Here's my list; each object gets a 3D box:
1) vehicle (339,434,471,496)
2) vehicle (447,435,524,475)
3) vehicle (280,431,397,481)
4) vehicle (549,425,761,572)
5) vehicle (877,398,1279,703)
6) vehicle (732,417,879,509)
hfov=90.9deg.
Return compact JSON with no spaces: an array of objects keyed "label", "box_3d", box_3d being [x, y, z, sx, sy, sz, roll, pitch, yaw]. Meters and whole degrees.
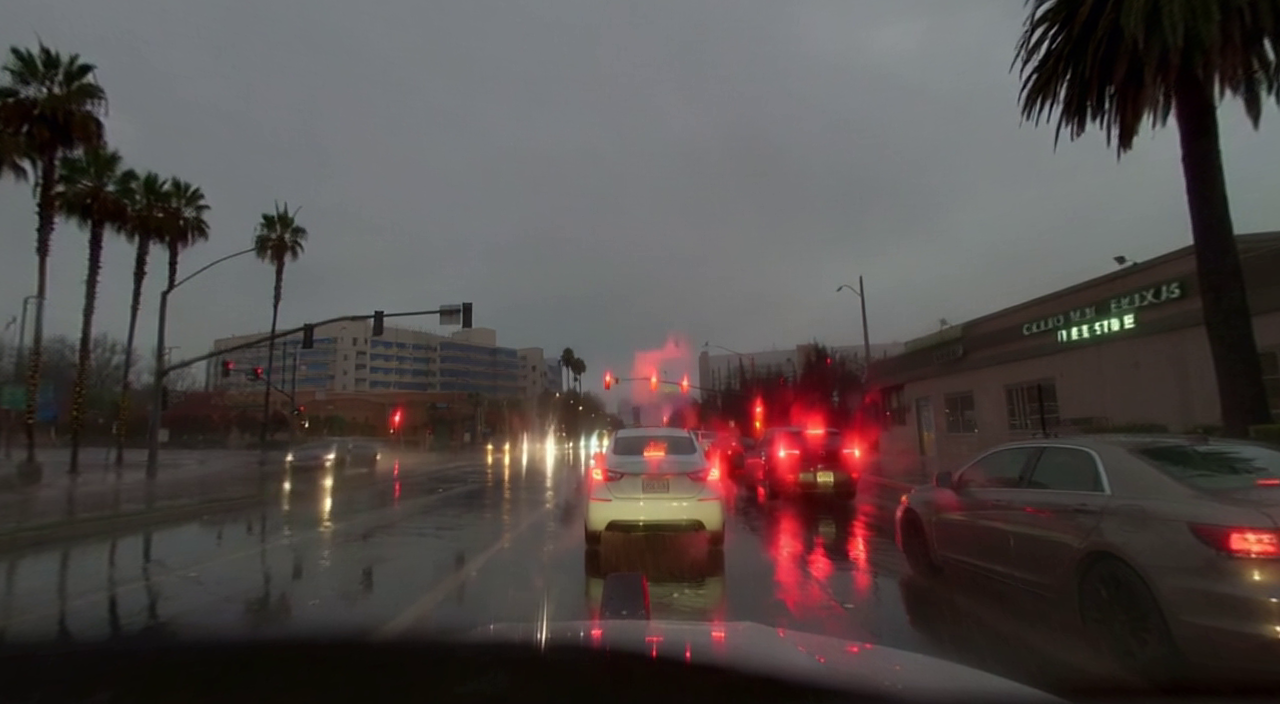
[{"label":"vehicle","box_3d":[-6.256,3.050,17.379,1.900,1.487,4.165,0,-8,2]},{"label":"vehicle","box_3d":[-6.043,4.097,25.220,1.822,1.456,4.396,-1,-8,2]},{"label":"vehicle","box_3d":[-11.118,3.858,23.700,2.034,1.680,4.543,0,-8,2]},{"label":"vehicle","box_3d":[0.166,1.788,8.457,2.140,1.474,4.026,0,-8,0]},{"label":"vehicle","box_3d":[3.527,1.224,4.473,1.910,1.490,4.661,0,-8,1]},{"label":"vehicle","box_3d":[3.489,2.445,14.300,2.169,1.751,4.276,0,-8,0]}]
